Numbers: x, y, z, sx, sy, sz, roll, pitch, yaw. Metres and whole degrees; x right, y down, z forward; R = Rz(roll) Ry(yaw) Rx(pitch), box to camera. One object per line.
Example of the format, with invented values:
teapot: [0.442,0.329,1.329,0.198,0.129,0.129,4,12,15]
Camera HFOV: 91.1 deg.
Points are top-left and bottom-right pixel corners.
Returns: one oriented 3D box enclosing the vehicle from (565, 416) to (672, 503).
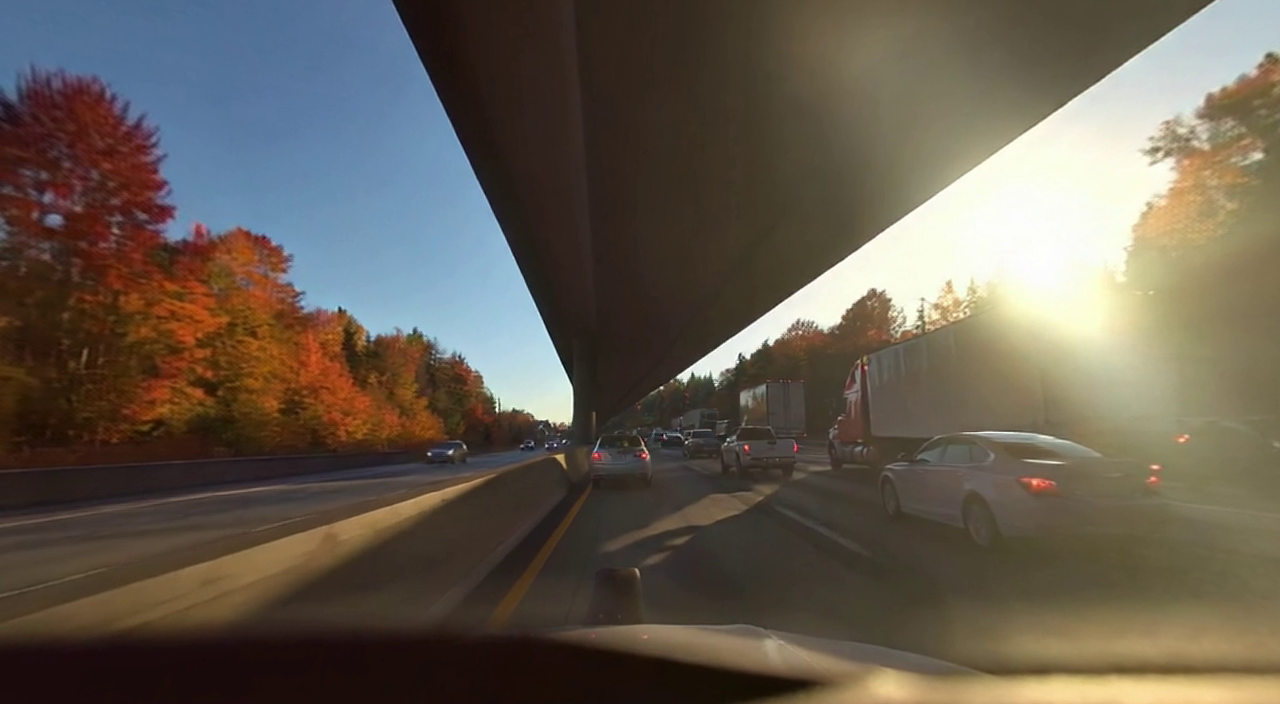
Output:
vehicle: [-0.453,2.419,14.687,2.087,1.709,4.455,0,-8,-1]

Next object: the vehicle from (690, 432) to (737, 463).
vehicle: [3.751,4.948,32.790,1.865,1.471,3.916,0,-8,-2]

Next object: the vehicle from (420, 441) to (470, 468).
vehicle: [-11.947,6.285,38.714,1.874,1.504,3.847,0,-8,0]

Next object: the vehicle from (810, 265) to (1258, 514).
vehicle: [8.317,1.512,17.355,2.908,4.099,14.103,0,-8,-2]

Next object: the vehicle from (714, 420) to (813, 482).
vehicle: [3.677,3.032,19.531,2.147,1.707,3.963,0,-8,-2]

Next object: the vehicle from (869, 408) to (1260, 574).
vehicle: [4.703,1.565,7.934,2.040,1.523,4.068,0,-8,-1]
